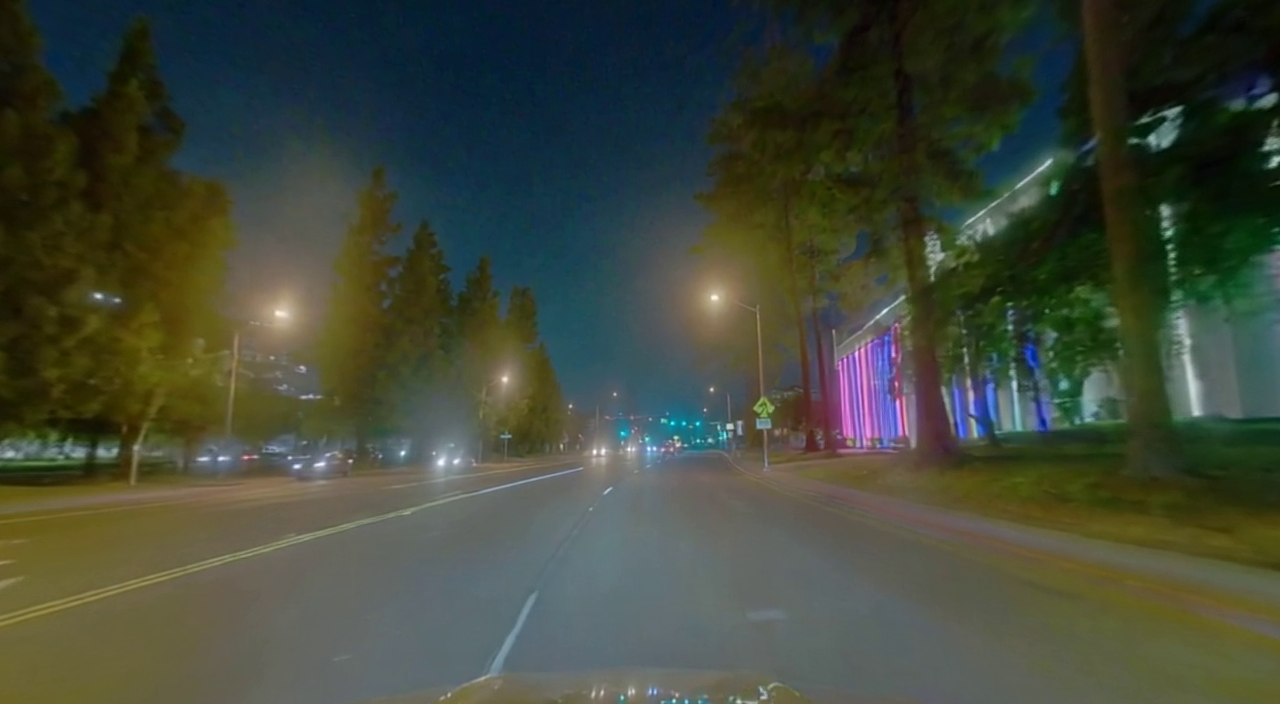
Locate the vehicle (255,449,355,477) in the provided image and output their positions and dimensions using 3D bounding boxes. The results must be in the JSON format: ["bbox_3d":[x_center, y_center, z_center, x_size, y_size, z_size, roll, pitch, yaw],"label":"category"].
[{"bbox_3d":[-19.712,6.526,37.034,4.783,1.579,2.157,-2,-9,11],"label":"vehicle"}]
